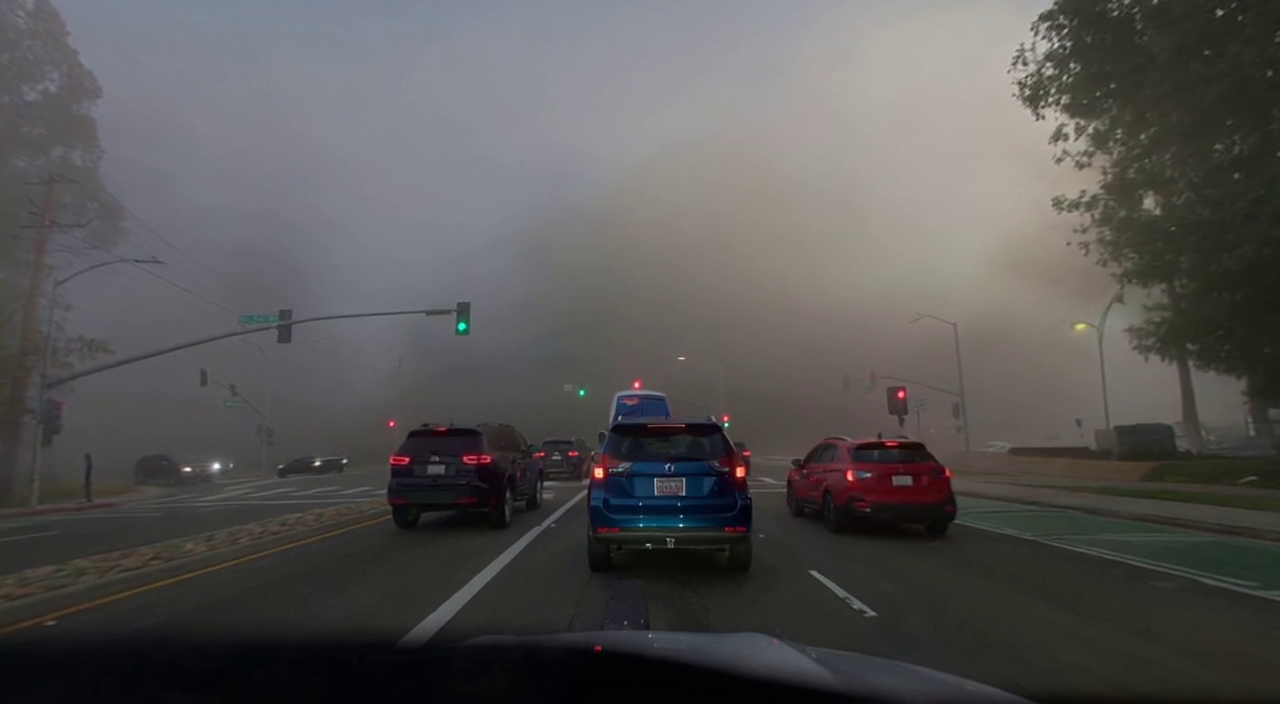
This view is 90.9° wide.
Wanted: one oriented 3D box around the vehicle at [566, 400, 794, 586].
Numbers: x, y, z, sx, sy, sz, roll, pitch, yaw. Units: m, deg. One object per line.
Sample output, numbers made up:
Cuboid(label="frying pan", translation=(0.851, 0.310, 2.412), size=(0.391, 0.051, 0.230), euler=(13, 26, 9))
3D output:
Cuboid(label="vehicle", translation=(0.374, 1.669, 8.274), size=(2.172, 1.764, 4.338), euler=(0, -8, 0))

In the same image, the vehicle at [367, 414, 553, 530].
Cuboid(label="vehicle", translation=(-3.207, 2.270, 12.506), size=(2.209, 1.828, 4.847), euler=(0, -9, 0))

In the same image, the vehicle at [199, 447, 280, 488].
Cuboid(label="vehicle", translation=(-17.578, 4.988, 27.583), size=(4.395, 1.636, 1.926), euler=(-8, -12, 44))

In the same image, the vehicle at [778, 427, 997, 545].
Cuboid(label="vehicle", translation=(3.815, 2.120, 10.635), size=(1.954, 1.592, 3.992), euler=(0, -8, -2))
